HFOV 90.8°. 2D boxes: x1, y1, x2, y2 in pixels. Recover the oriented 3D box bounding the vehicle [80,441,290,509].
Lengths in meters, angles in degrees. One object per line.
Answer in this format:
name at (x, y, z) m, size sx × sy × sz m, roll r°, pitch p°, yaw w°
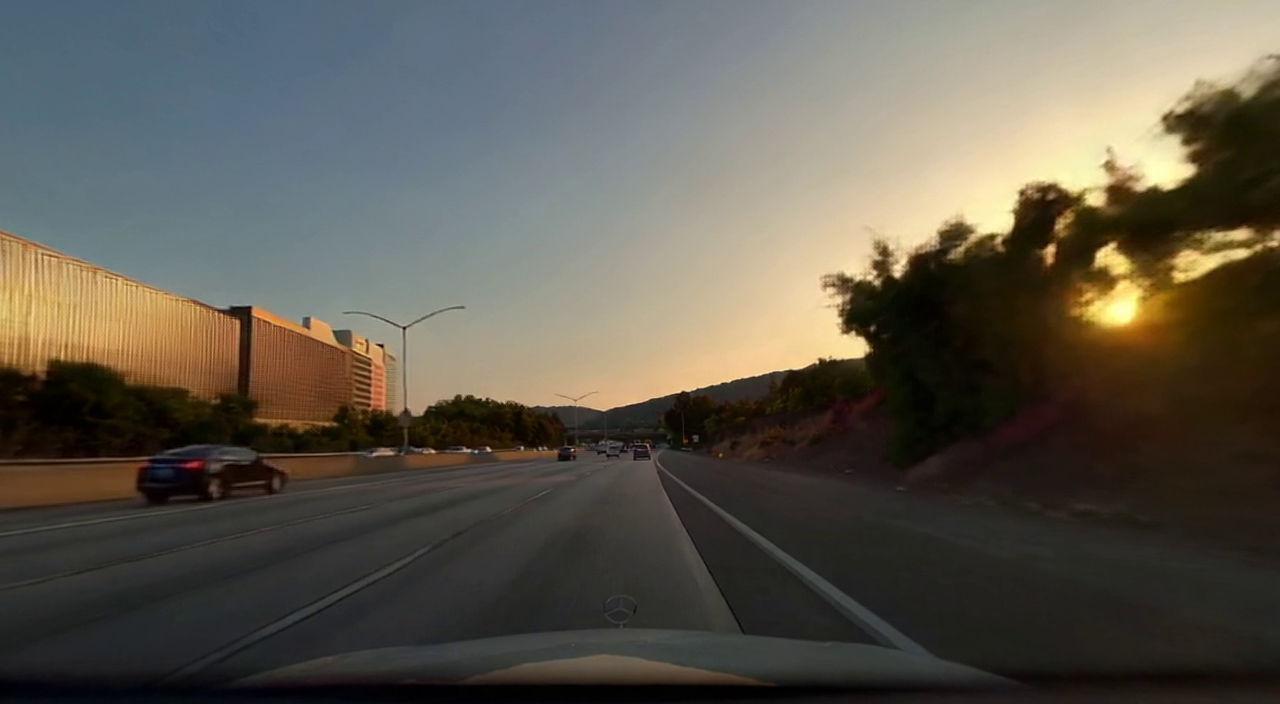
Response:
vehicle at (-11.115, 2.997, 15.948) m, size 1.914 × 1.440 × 4.467 m, roll 0°, pitch -8°, yaw 1°
